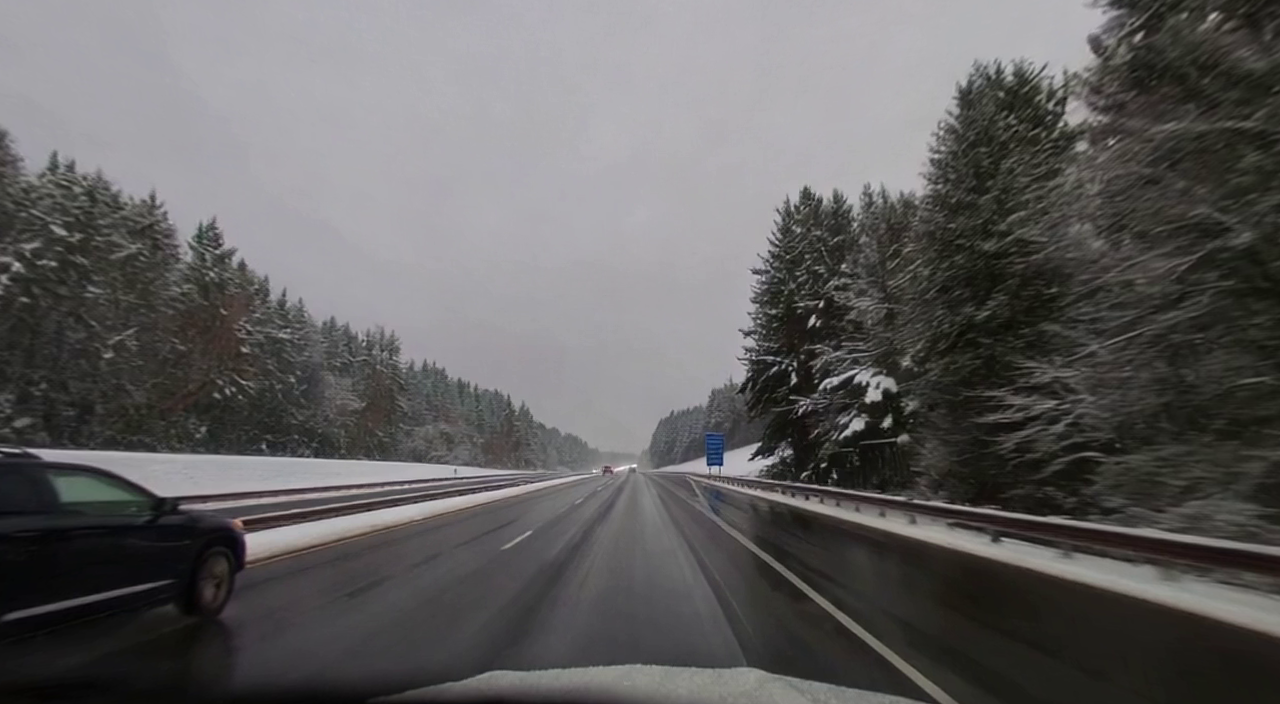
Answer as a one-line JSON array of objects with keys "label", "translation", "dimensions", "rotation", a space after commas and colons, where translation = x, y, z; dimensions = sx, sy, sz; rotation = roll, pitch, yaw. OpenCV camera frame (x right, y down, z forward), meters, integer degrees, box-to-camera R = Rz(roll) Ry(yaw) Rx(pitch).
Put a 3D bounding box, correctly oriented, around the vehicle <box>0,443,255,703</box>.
[{"label": "vehicle", "translation": [-4.258, 1.105, 2.769], "dimensions": [2.183, 1.435, 4.653], "rotation": [1, -10, 0]}]
